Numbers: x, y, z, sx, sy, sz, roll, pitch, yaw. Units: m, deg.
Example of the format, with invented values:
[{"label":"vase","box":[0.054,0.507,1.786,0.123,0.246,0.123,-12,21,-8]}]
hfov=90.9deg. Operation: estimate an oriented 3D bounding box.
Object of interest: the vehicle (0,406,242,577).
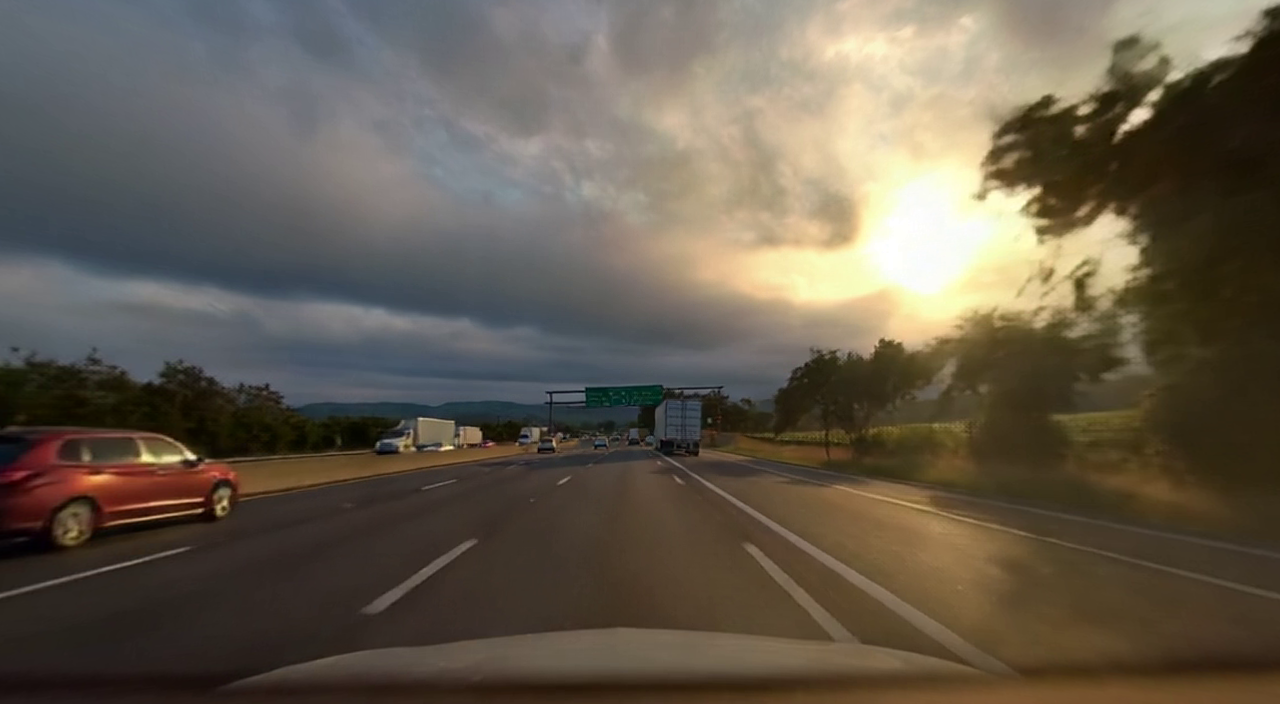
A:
[{"label":"vehicle","box":[-7.211,1.525,7.393,2.076,1.636,4.597,0,-8,0]}]

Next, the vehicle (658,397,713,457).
[{"label":"vehicle","box":[3.006,5.446,45.267,2.760,3.710,12.230,0,-7,-1]}]
